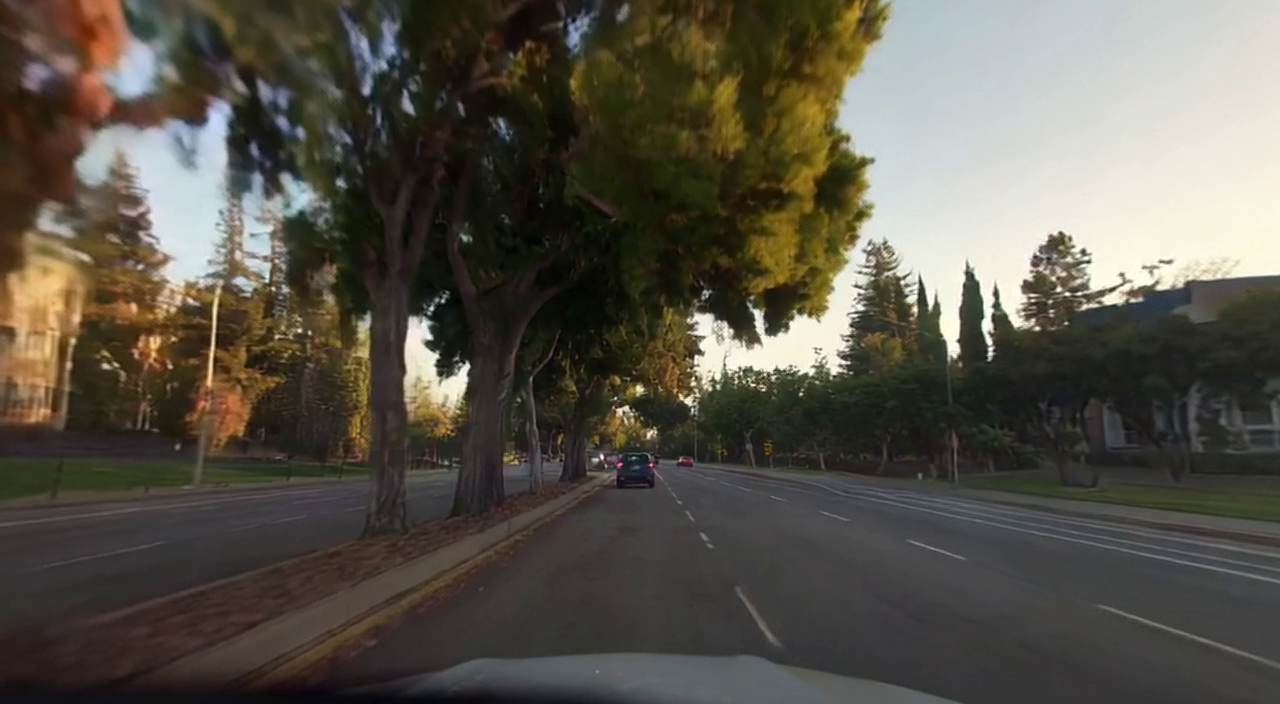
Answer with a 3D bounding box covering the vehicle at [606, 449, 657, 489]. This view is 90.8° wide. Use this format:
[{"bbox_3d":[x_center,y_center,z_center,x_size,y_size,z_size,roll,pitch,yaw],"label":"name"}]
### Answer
[{"bbox_3d":[-0.295,5.107,27.963,2.093,1.591,4.247,0,-9,1],"label":"vehicle"}]
